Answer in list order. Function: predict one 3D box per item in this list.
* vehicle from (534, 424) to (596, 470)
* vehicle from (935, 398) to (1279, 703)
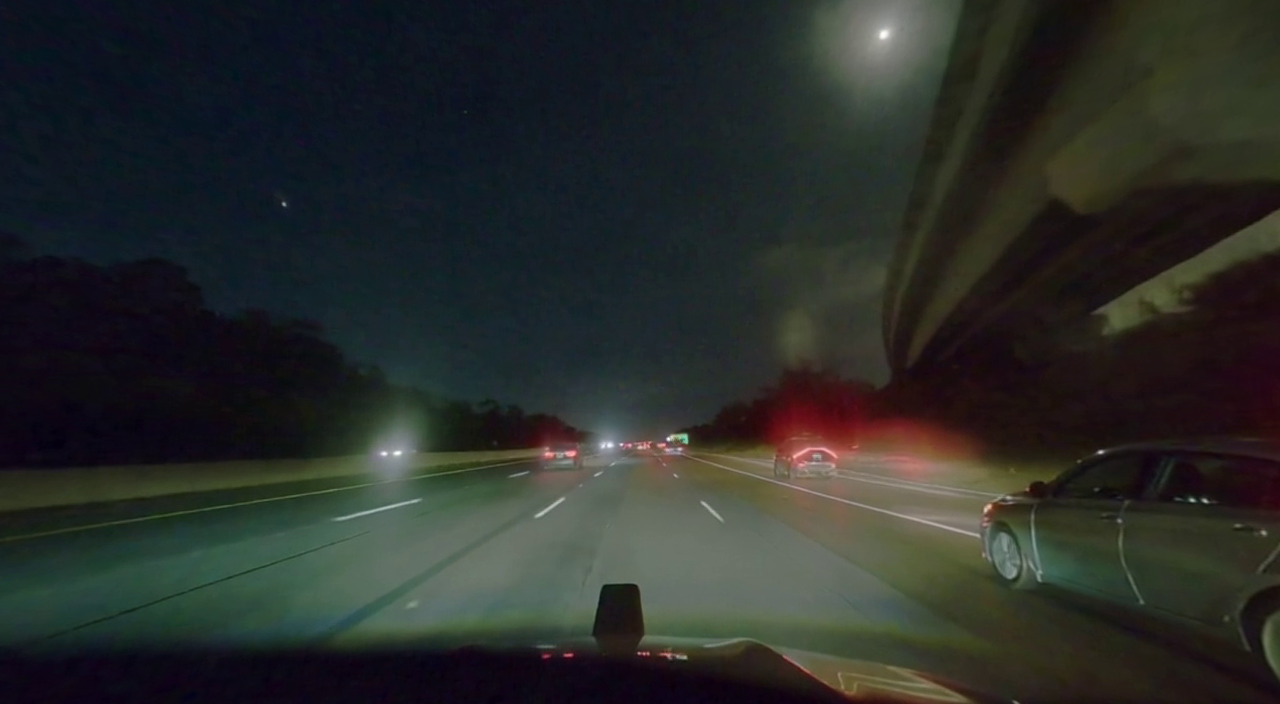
[{"bbox_3d":[-3.929,5.154,34.116,2.496,2.203,6.317,0,-9,1],"label":"vehicle"},{"bbox_3d":[3.600,1.034,2.986,2.047,1.532,4.884,0,-9,0],"label":"vehicle"}]
